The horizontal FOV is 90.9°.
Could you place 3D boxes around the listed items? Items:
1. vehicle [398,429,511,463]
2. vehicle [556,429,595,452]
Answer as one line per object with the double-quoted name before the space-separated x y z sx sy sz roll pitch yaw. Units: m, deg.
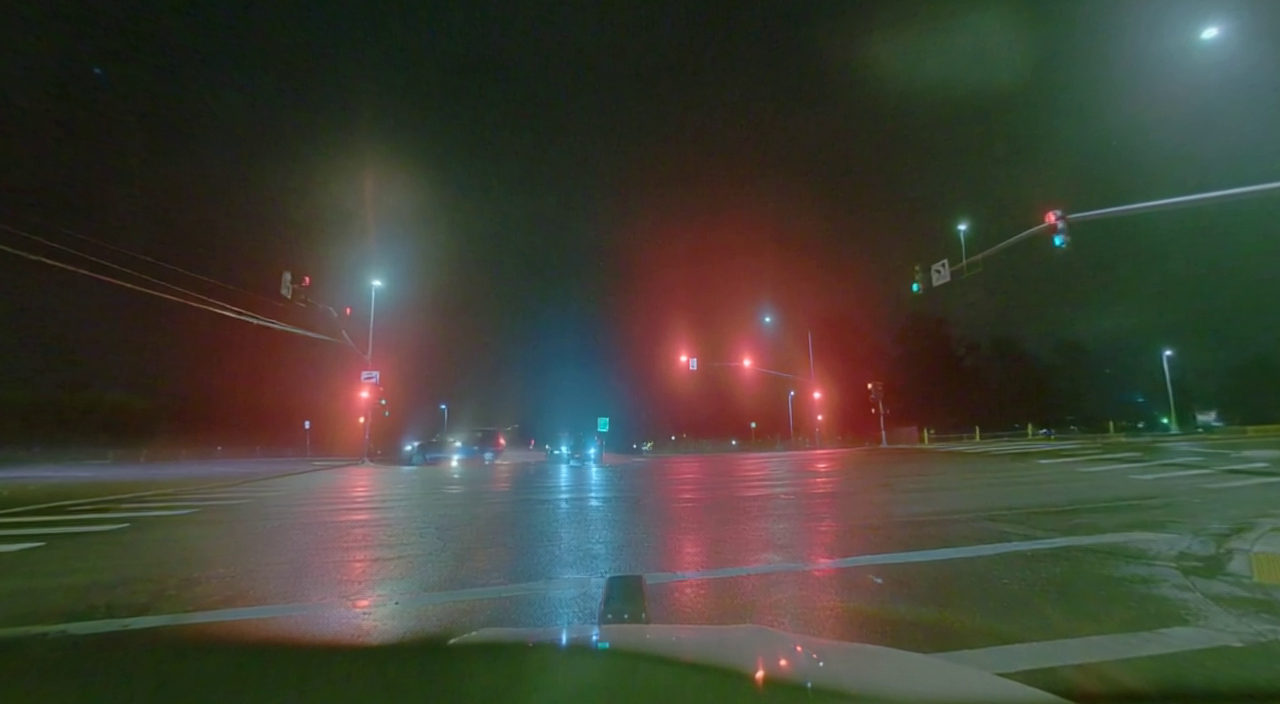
"vehicle" -8.057 4.124 27.740 4.510 1.431 1.884 1 -9 -9
"vehicle" -4.392 6.164 43.762 1.919 1.467 4.086 -1 -9 5
